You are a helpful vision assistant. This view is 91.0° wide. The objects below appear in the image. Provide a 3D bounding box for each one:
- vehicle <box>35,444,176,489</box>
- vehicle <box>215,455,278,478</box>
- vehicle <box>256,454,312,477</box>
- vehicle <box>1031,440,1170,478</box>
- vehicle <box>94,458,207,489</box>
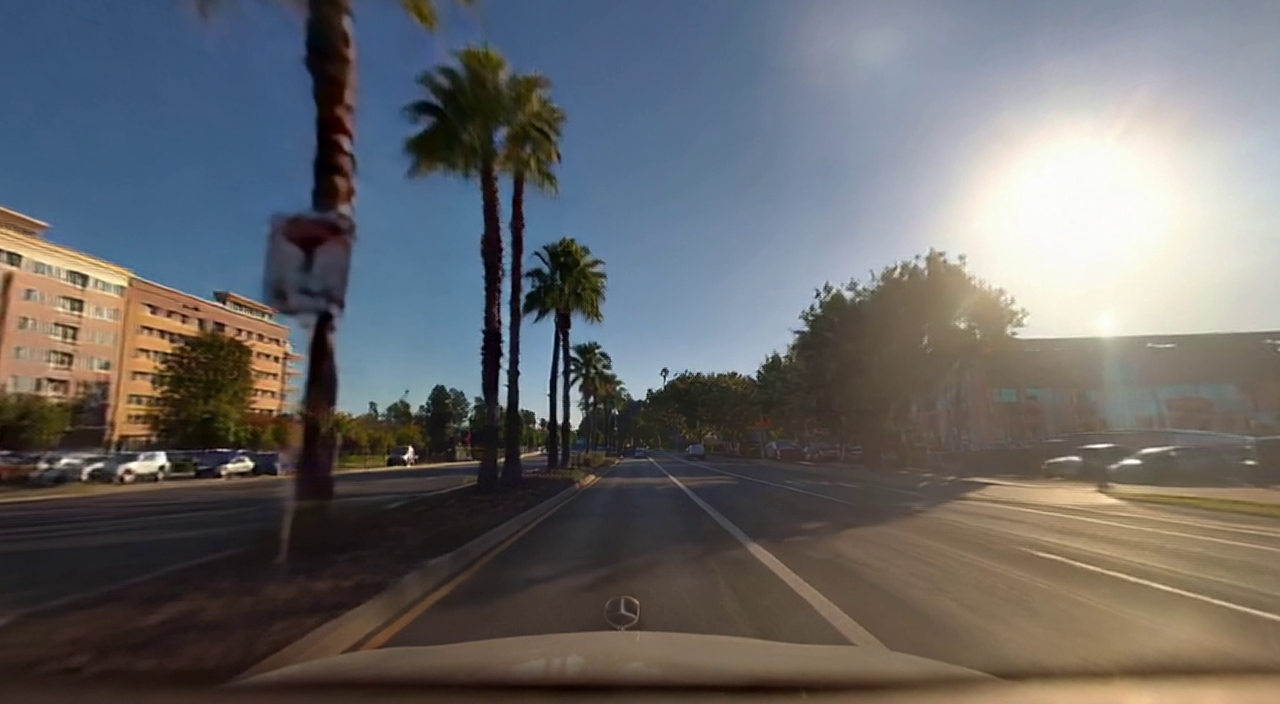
[{"bbox_3d":[-28.489,6.084,33.964,2.333,2.153,6.030,0,-9,-1],"label":"vehicle"},{"bbox_3d":[-29.085,8.441,46.643,1.883,1.575,4.314,-1,-10,-1],"label":"vehicle"},{"bbox_3d":[-26.570,8.458,47.114,1.914,1.581,4.486,-1,-10,-5],"label":"vehicle"},{"bbox_3d":[20.291,4.732,27.854,4.472,1.521,2.090,-1,-10,-2],"label":"vehicle"},{"bbox_3d":[-25.652,6.386,33.228,1.970,1.446,4.674,-3,-10,4],"label":"vehicle"}]
